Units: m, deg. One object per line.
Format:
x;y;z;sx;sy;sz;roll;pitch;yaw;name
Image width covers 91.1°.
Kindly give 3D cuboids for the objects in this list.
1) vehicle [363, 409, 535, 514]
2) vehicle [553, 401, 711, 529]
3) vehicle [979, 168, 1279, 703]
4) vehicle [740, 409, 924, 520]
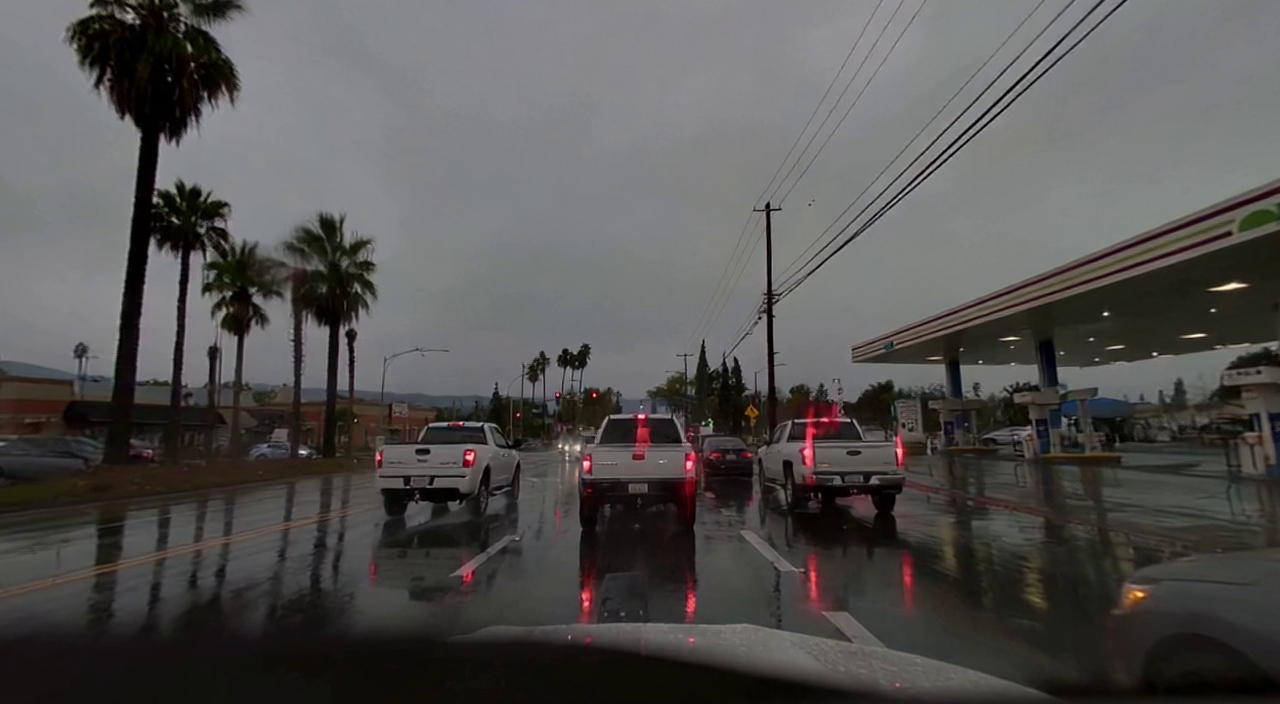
-3.685;2.227;13.183;2.071;1.811;4.605;0;-8;1;vehicle
-0.062;2.042;11.919;2.295;1.835;5.471;0;-8;1;vehicle
2.650;0.346;0.106;2.309;1.975;5.421;0;-8;2;vehicle
3.629;2.272;13.220;2.120;1.828;5.531;0;-8;0;vehicle
